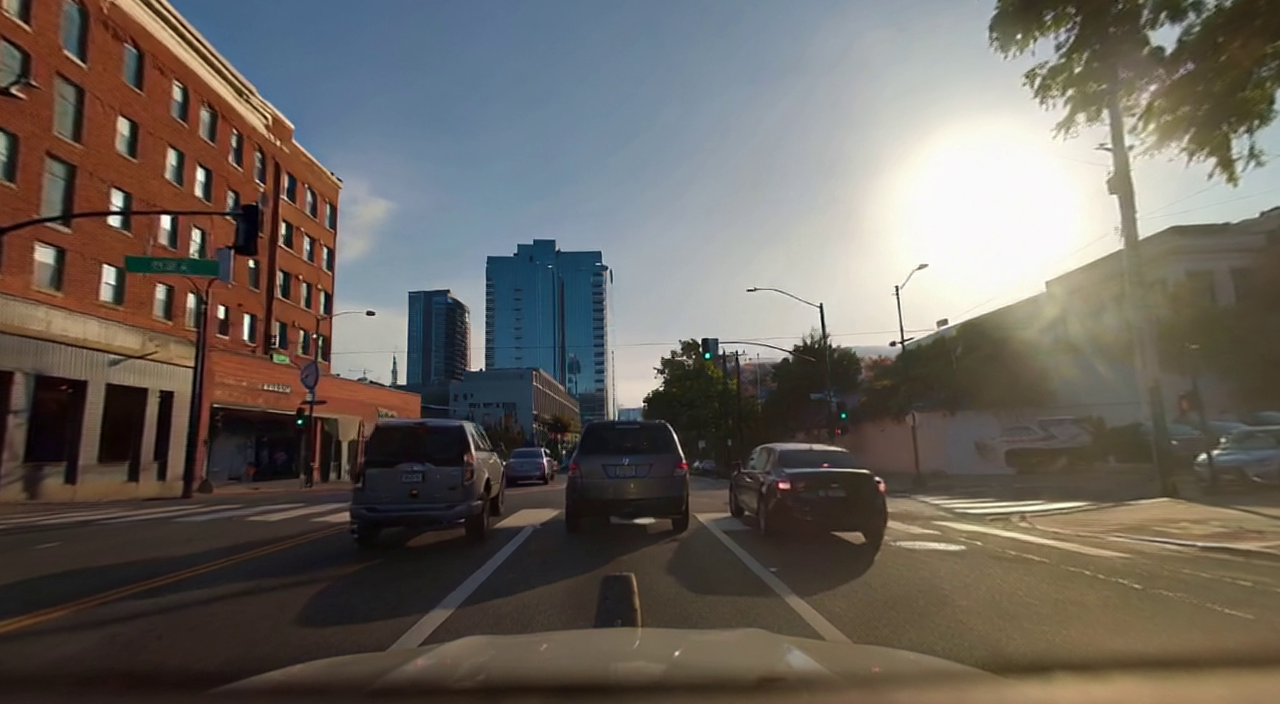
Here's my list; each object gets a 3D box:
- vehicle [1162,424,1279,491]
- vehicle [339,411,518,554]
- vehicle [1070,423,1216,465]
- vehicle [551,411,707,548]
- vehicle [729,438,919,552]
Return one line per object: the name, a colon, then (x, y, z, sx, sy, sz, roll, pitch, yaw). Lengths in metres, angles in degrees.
vehicle: (17.390, 2.896, 17.333, 4.547, 1.720, 1.624, 0, -12, -1)
vehicle: (-3.125, 1.987, 10.326, 1.855, 1.812, 4.244, 1, -8, -6)
vehicle: (20.815, 3.825, 26.299, 4.355, 1.663, 1.948, 0, -8, 0)
vehicle: (-0.187, 2.074, 10.917, 2.105, 1.842, 4.537, 0, -8, -1)
vehicle: (2.686, 2.170, 10.347, 1.852, 1.462, 4.155, 0, -8, 0)
